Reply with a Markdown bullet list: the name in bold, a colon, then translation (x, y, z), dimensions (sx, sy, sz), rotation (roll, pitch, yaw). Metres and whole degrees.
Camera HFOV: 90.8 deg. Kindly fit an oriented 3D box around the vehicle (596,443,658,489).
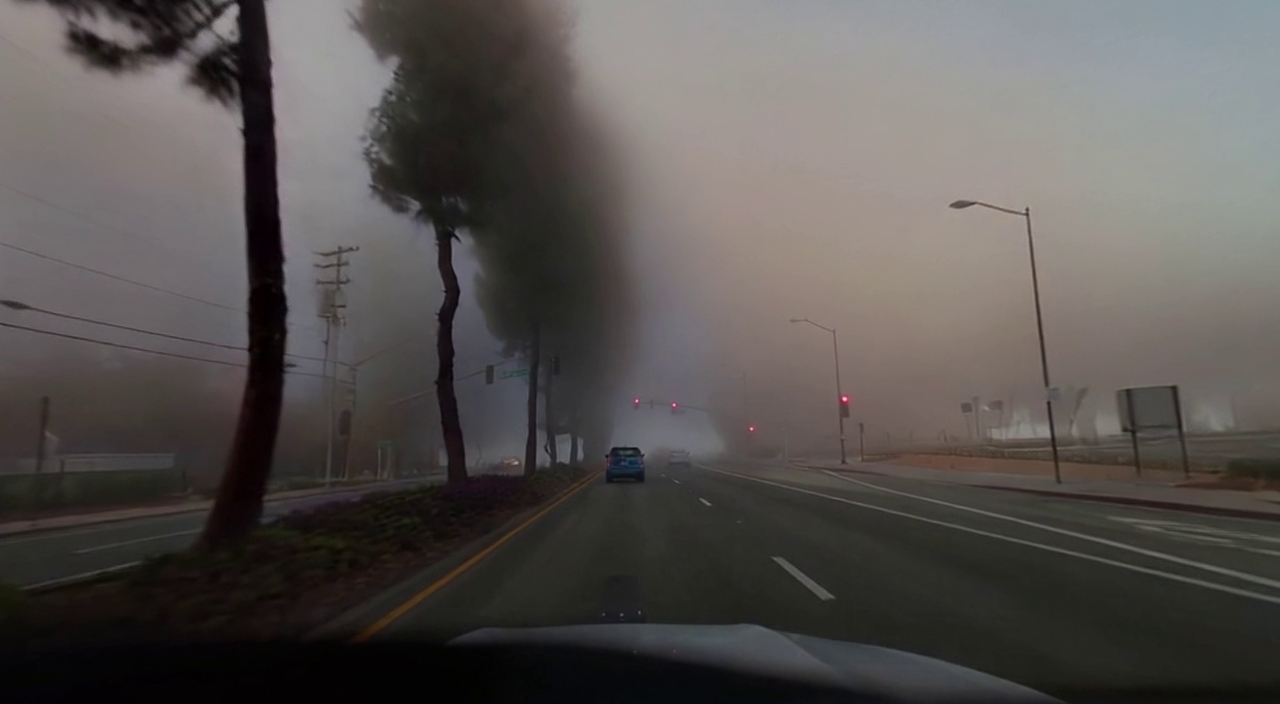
- **vehicle**: translation (-0.470, 4.388, 24.639), dimensions (2.181, 1.639, 4.127), rotation (0, -9, 0)
